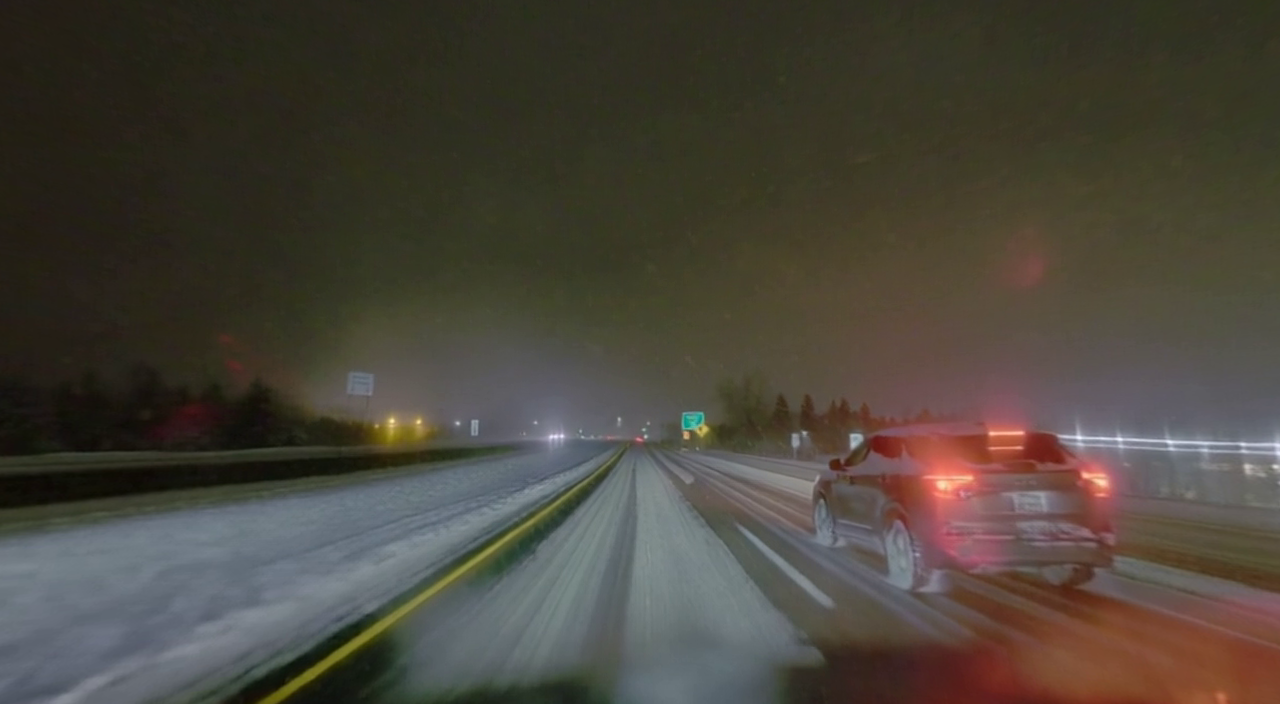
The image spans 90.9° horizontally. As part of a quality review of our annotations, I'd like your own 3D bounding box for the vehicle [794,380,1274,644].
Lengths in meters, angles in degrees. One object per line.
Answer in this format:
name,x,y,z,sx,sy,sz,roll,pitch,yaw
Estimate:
vehicle,3.097,1.359,6.299,2.059,1.715,4.192,0,-8,0
